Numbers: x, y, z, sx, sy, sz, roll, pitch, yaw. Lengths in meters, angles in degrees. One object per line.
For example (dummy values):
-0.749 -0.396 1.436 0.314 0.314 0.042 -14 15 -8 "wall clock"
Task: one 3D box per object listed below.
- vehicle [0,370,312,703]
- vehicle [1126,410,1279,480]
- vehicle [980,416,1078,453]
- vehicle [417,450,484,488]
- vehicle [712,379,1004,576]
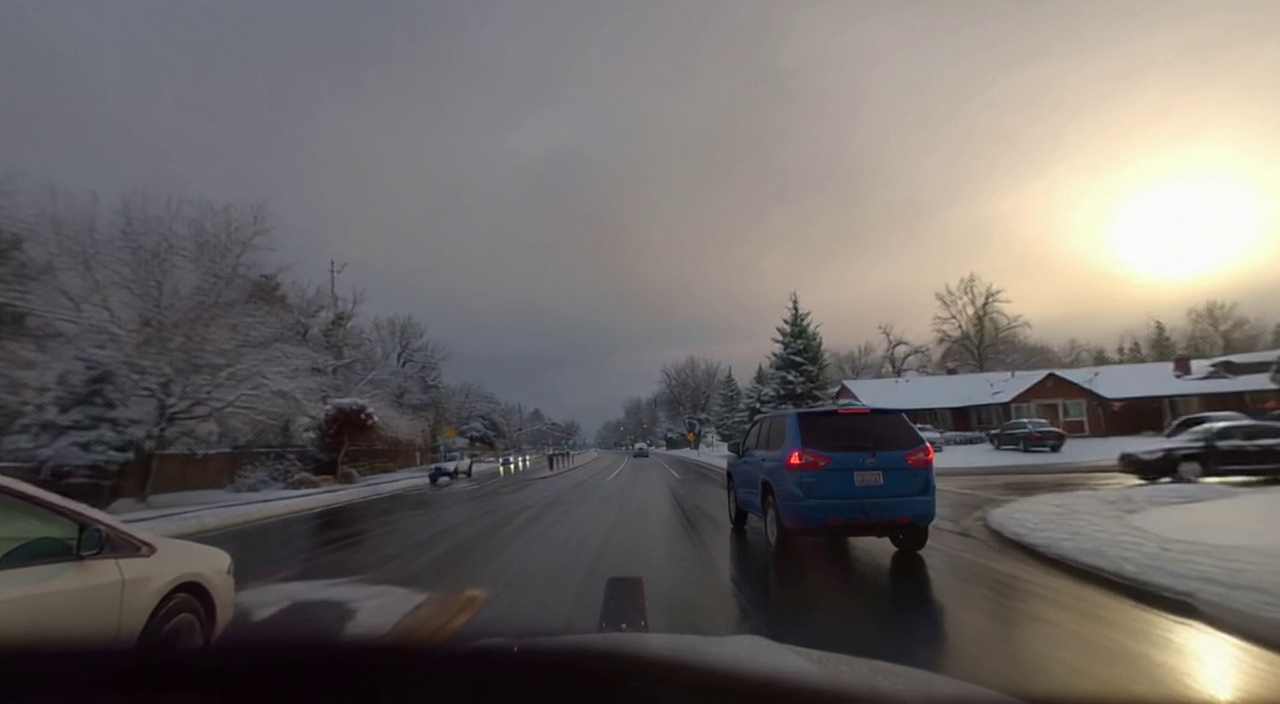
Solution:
-3.290 0.871 1.988 2.058 1.659 4.514 0 -8 0 "vehicle"
15.808 2.425 16.517 4.392 1.701 1.991 -1 -8 1 "vehicle"
19.810 4.294 32.367 1.984 1.740 4.601 0 -8 -1 "vehicle"
-9.457 5.873 31.876 2.058 1.718 4.232 0 -8 0 "vehicle"
2.624 1.732 9.517 2.338 2.063 5.592 0 -8 -1 "vehicle"
